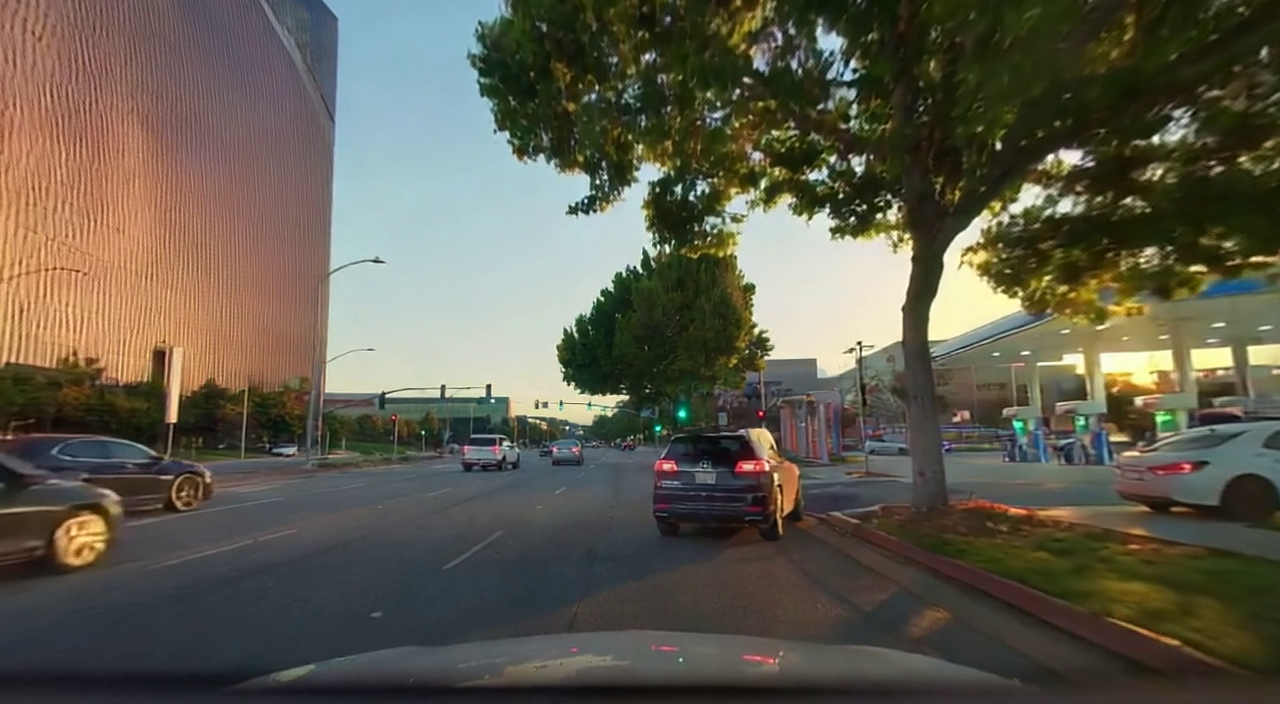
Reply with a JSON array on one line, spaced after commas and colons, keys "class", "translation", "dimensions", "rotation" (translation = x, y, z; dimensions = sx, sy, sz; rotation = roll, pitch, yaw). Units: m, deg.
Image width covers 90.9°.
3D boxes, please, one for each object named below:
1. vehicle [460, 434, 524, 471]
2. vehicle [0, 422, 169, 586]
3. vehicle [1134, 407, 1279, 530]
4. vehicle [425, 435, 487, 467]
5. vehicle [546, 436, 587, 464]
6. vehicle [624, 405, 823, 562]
[{"class": "vehicle", "translation": [-6.977, 4.783, 30.122], "dimensions": [2.018, 1.658, 4.391], "rotation": [0, -9, -1]}, {"class": "vehicle", "translation": [-6.764, 1.339, 5.431], "dimensions": [1.900, 1.473, 4.425], "rotation": [0, -9, 2]}, {"class": "vehicle", "translation": [10.324, 1.639, 8.668], "dimensions": [5.052, 1.482, 2.266], "rotation": [1, -10, 3]}, {"class": "vehicle", "translation": [-10.235, 5.554, 35.450], "dimensions": [2.068, 1.659, 4.509], "rotation": [0, -9, 1]}, {"class": "vehicle", "translation": [-4.552, 6.184, 39.840], "dimensions": [2.081, 1.698, 4.362], "rotation": [0, -9, 0]}, {"class": "vehicle", "translation": [1.554, 1.857, 9.662], "dimensions": [2.169, 1.751, 4.613], "rotation": [-3, -9, 18]}]
